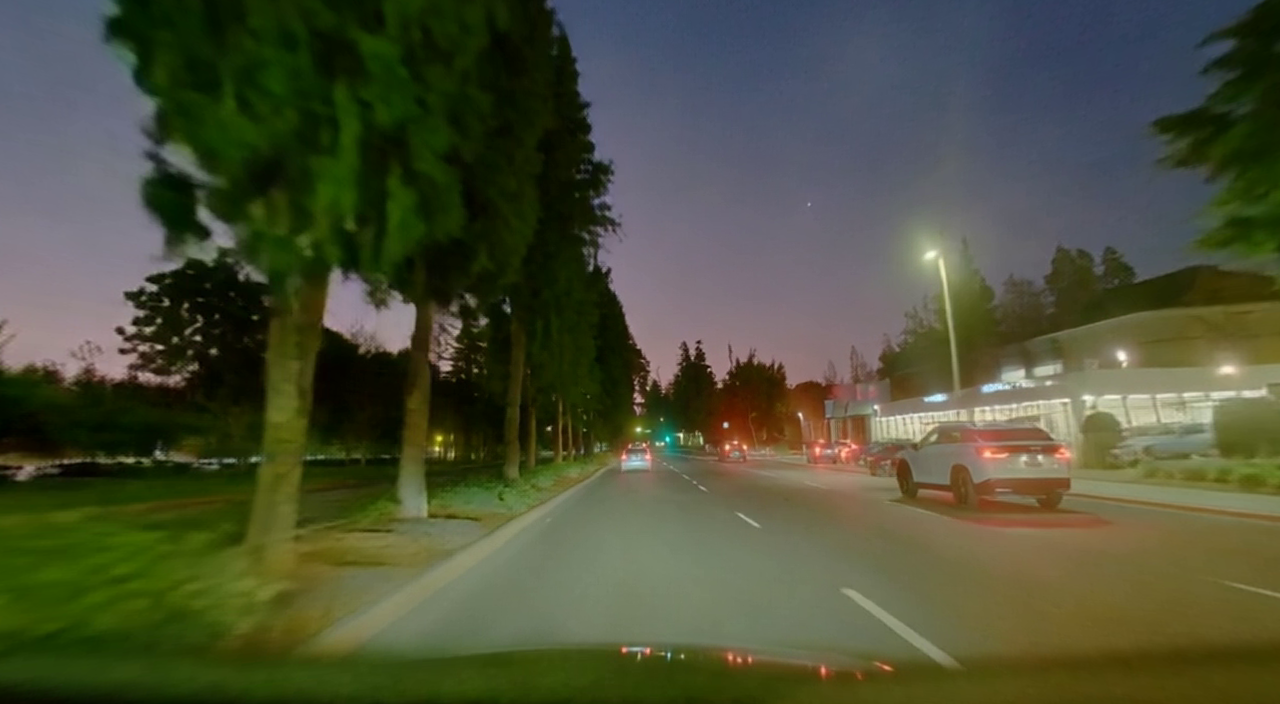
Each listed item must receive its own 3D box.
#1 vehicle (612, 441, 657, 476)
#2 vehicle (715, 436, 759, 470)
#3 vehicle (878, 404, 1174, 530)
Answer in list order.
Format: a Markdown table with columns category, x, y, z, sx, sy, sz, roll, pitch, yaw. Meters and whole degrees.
| category | x | y | z | sx | sy | sz | roll | pitch | yaw |
| --- | --- | --- | --- | --- | --- | --- | --- | --- | --- |
| vehicle | -0.273 | 5.111 | 30.479 | 2.037 | 1.568 | 3.693 | 0 | -8 | 0 |
| vehicle | 5.728 | 6.002 | 37.687 | 1.955 | 1.845 | 4.538 | -1 | -8 | 1 |
| vehicle | 7.062 | 2.200 | 12.662 | 2.240 | 1.923 | 5.678 | 0 | -8 | -1 |
